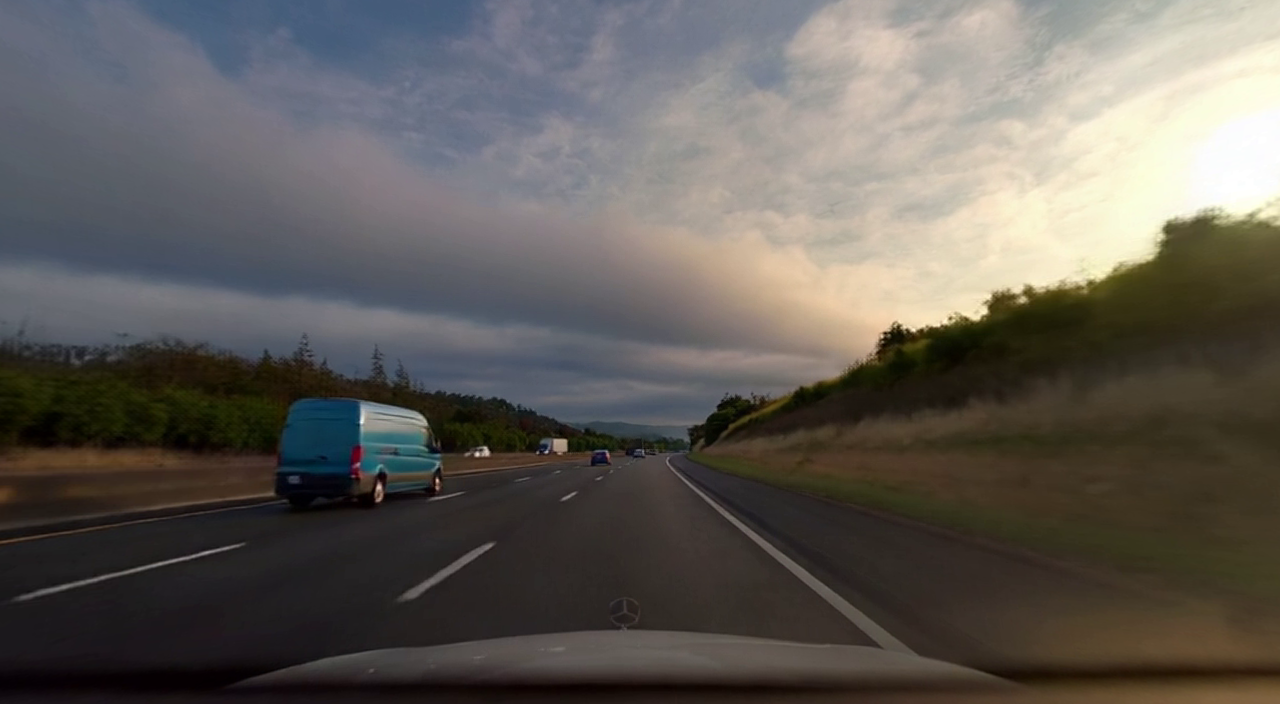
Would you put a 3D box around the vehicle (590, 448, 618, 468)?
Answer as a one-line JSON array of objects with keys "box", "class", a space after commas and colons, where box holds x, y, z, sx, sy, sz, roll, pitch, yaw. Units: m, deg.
[{"box": [-2.731, 8.162, 48.664, 1.858, 1.459, 4.091, 0, -9, 1], "class": "vehicle"}]

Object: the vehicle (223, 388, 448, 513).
[{"box": [-7.031, 2.446, 15.757, 2.449, 2.471, 6.130, 0, -9, 1], "class": "vehicle"}]
